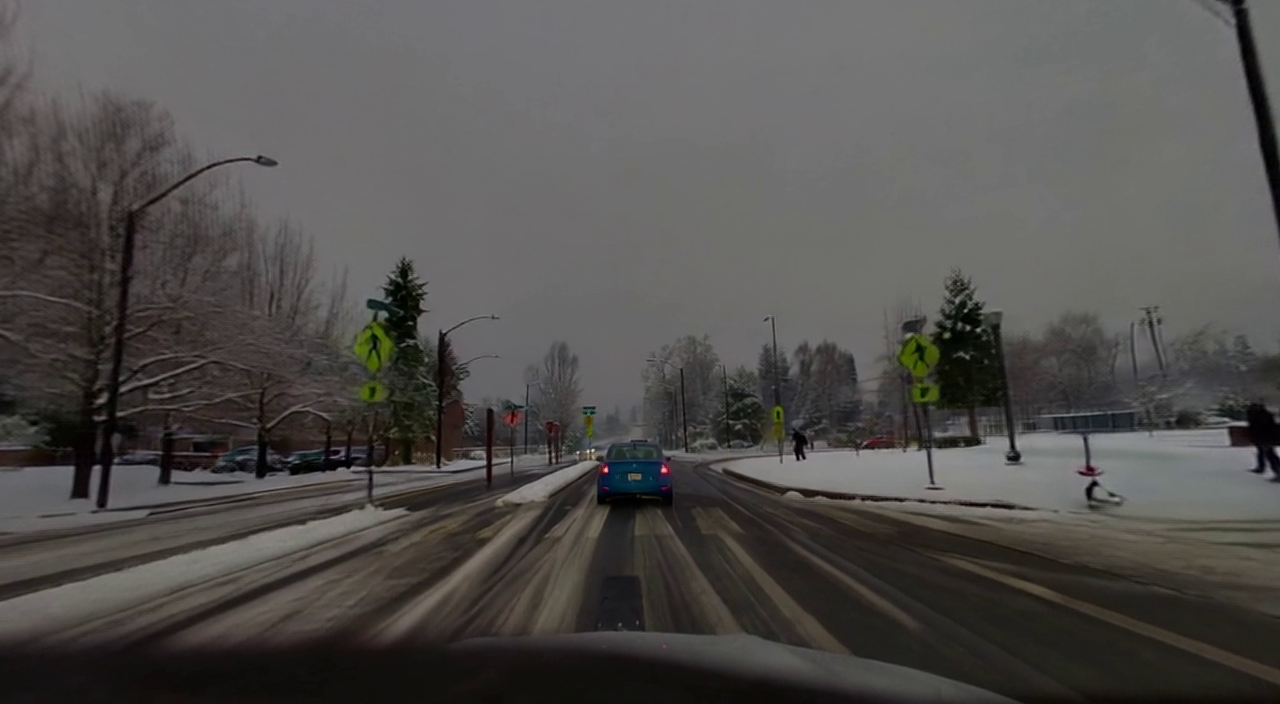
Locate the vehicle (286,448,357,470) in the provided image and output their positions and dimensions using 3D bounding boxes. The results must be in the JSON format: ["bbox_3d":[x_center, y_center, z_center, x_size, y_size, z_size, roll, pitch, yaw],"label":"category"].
[{"bbox_3d":[-23.024,7.750,45.806,4.038,1.531,2.015,1,-9,-3],"label":"vehicle"}]

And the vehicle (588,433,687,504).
[{"bbox_3d":[-0.122,2.940,16.406,2.221,1.570,4.398,0,-8,-2],"label":"vehicle"}]

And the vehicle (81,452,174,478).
[{"bbox_3d":[-35.597,7.848,43.988,4.466,1.619,2.319,-1,-8,-1],"label":"vehicle"}]
